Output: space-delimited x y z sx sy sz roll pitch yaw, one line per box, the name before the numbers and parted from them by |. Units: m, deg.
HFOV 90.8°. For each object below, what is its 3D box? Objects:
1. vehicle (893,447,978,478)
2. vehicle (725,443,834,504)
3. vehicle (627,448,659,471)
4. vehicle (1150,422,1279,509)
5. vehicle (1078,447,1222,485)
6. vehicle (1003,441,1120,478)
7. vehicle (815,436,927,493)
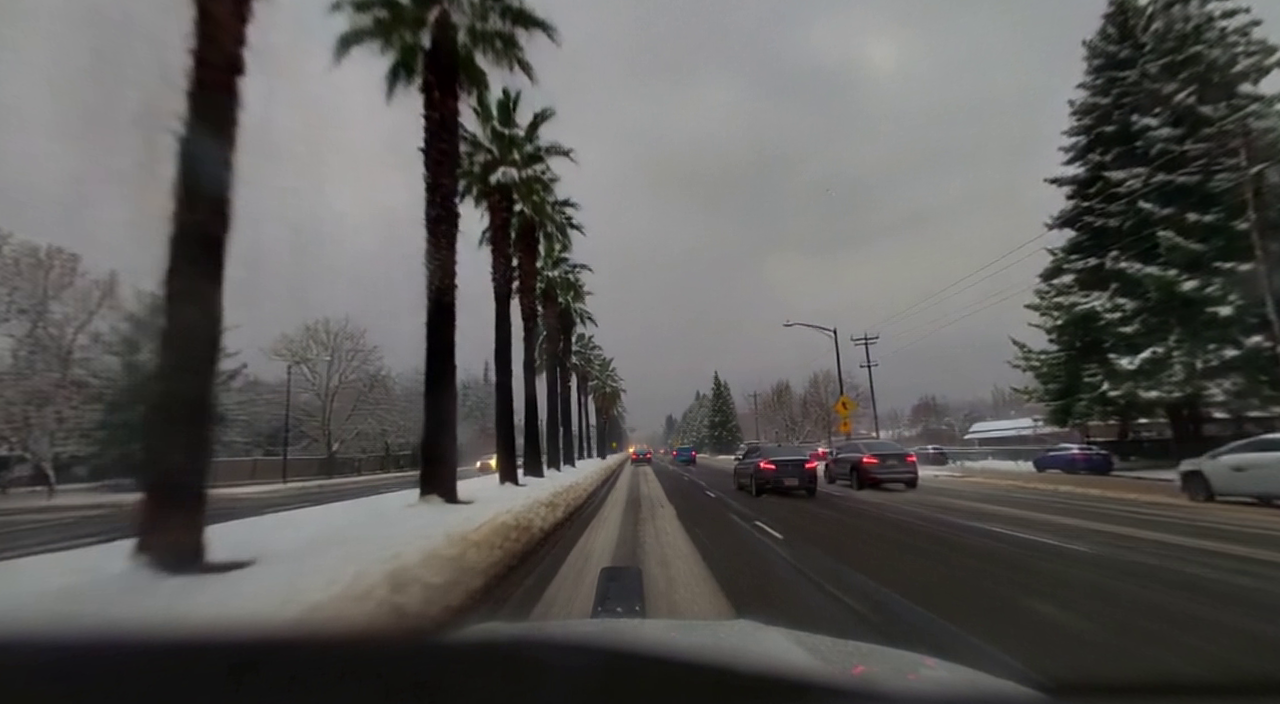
vehicle | 15.166 5.685 32.753 2.001 1.463 4.781 0 -9 -2
vehicle | 3.699 3.285 17.610 1.875 1.452 4.453 0 -9 -2
vehicle | 0.175 7.198 42.492 2.031 1.444 4.361 0 -9 -1
vehicle | 15.169 2.617 14.678 2.267 1.881 5.087 0 -9 -1
vehicle | 21.517 4.810 27.000 1.881 1.457 5.022 0 -9 -1
vehicle | 21.615 5.491 32.760 2.109 1.697 5.547 0 -8 -2
vehicle | 7.305 3.601 20.533 1.916 1.646 4.258 0 -9 -1
